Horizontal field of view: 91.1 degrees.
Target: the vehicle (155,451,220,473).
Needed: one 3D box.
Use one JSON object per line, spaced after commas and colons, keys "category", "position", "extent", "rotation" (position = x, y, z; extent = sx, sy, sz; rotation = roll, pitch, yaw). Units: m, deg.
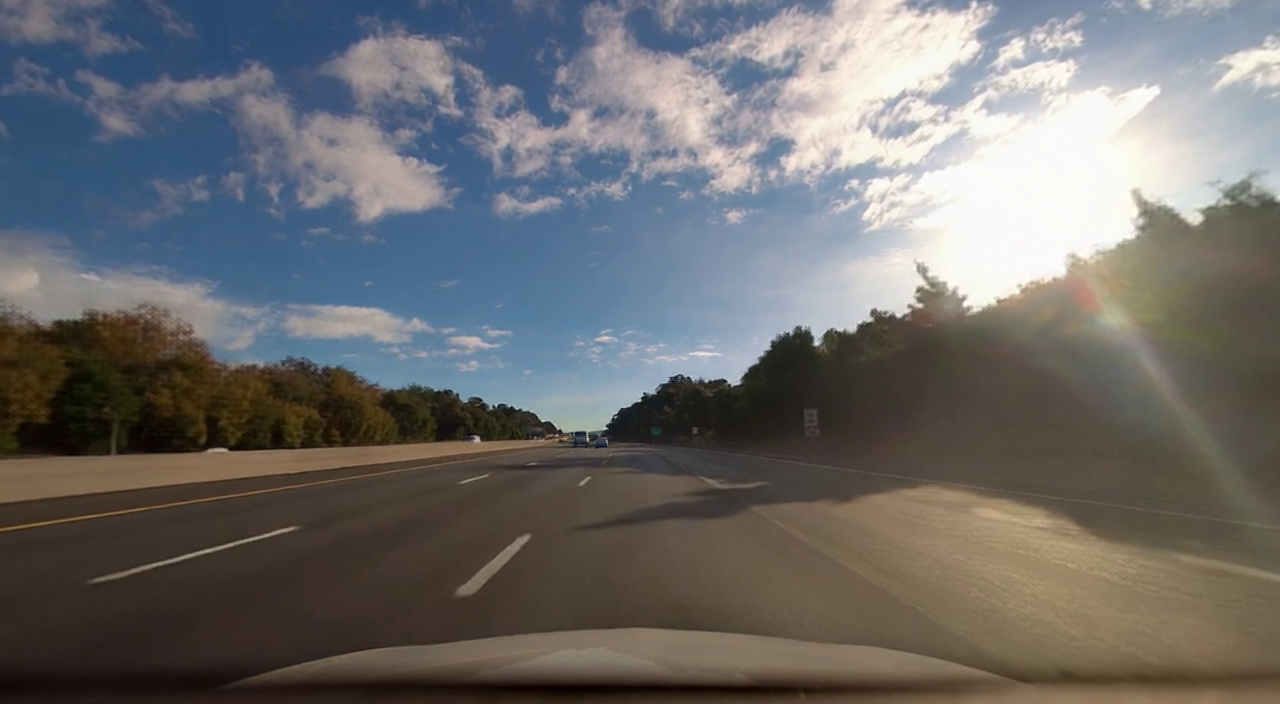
{"category": "vehicle", "position": [-34.362, 8.356, 47.870], "extent": [1.718, 1.467, 4.192], "rotation": [-1, -8, 3]}
